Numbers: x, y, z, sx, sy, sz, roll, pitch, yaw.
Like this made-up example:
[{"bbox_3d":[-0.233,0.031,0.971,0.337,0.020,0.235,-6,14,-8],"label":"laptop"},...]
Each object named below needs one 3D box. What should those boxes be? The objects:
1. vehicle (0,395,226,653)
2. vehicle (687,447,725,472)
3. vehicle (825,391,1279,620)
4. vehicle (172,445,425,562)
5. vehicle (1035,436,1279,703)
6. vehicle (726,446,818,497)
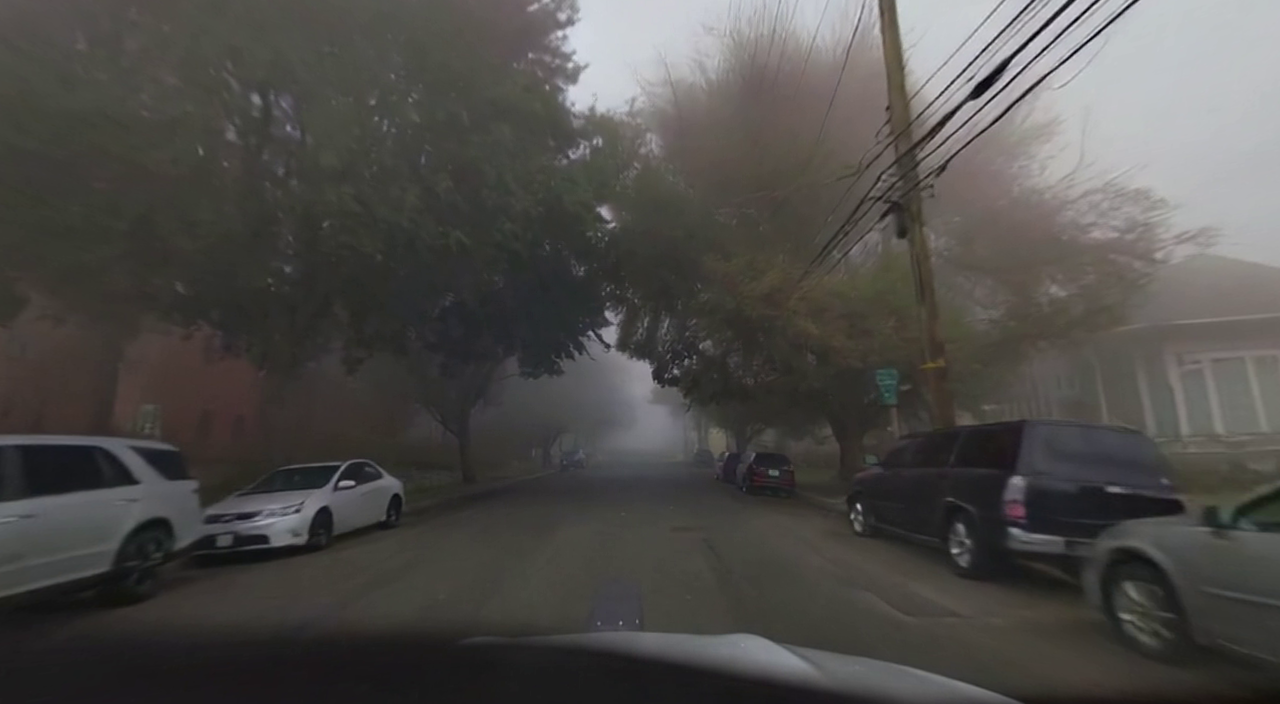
[{"bbox_3d":[-5.667,1.349,5.034,2.046,1.825,4.627,-2,-7,-7],"label":"vehicle"},{"bbox_3d":[4.239,6.935,41.124,1.911,1.538,3.960,1,-9,-2],"label":"vehicle"},{"bbox_3d":[4.192,1.643,7.906,2.083,1.829,5.466,0,-8,0],"label":"vehicle"},{"bbox_3d":[-5.722,2.532,11.478,1.991,1.464,4.763,-3,-7,0],"label":"vehicle"},{"bbox_3d":[3.994,1.060,2.588,1.804,1.422,4.497,0,-8,0],"label":"vehicle"},{"bbox_3d":[4.203,3.853,20.906,1.930,1.470,4.738,0,-8,-1],"label":"vehicle"}]
